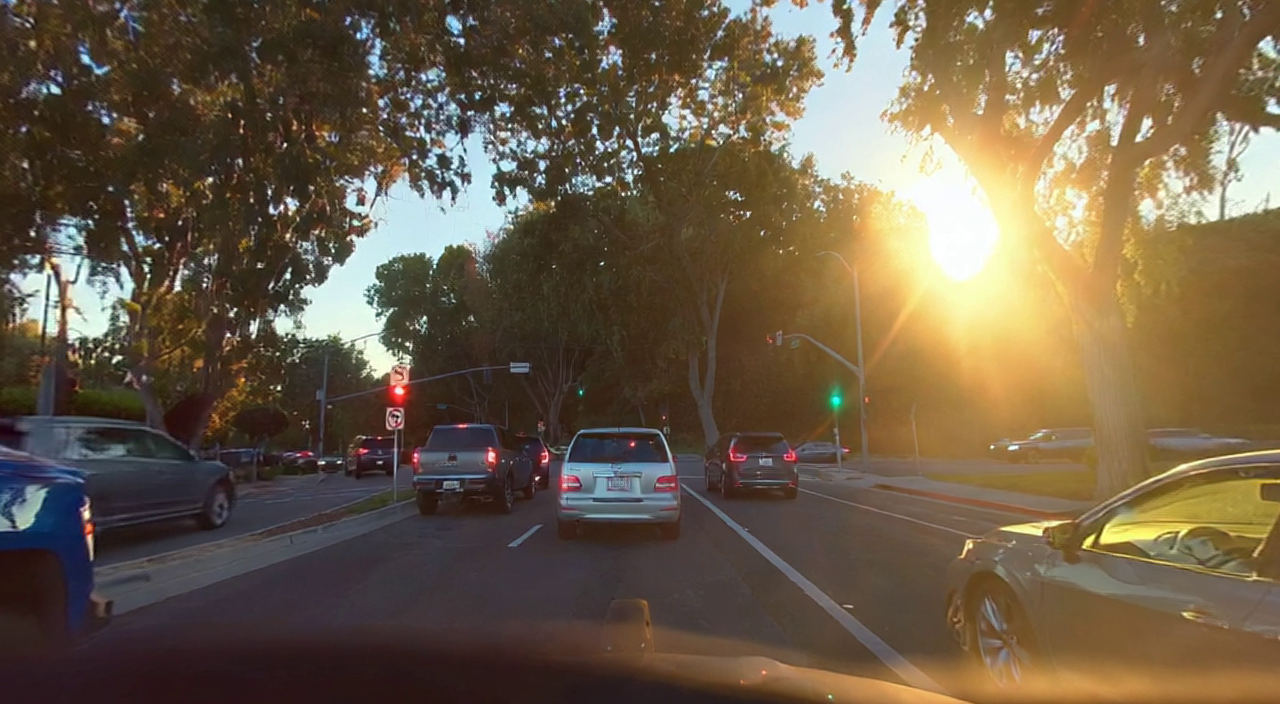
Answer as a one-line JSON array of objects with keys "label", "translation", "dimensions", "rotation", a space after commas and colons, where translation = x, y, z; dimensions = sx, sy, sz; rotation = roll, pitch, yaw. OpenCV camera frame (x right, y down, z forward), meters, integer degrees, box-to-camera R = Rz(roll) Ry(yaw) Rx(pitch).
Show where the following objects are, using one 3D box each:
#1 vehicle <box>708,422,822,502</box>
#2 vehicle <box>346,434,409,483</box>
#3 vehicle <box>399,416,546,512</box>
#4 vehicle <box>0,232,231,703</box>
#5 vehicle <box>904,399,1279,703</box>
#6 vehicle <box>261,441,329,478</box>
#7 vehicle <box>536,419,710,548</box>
[{"label": "vehicle", "translation": [3.144, 2.888, 16.964], "dimensions": [2.102, 1.841, 4.587], "rotation": [0, -8, 0]}, {"label": "vehicle", "translation": [-10.765, 4.298, 25.799], "dimensions": [2.088, 1.787, 4.728], "rotation": [3, -9, -23]}, {"label": "vehicle", "translation": [-3.633, 2.525, 14.660], "dimensions": [2.089, 1.857, 4.488], "rotation": [0, -8, 1]}, {"label": "vehicle", "translation": [-3.474, 0.354, 0.300], "dimensions": [2.656, 2.021, 5.800], "rotation": [0, -8, 0]}, {"label": "vehicle", "translation": [3.015, 0.964, 2.512], "dimensions": [1.874, 1.477, 4.698], "rotation": [0, -8, 0]}, {"label": "vehicle", "translation": [-18.702, 5.748, 34.051], "dimensions": [2.256, 1.799, 4.831], "rotation": [6, -11, -38]}, {"label": "vehicle", "translation": [-0.225, 1.936, 9.877], "dimensions": [2.194, 1.607, 3.690], "rotation": [0, -8, 0]}]
